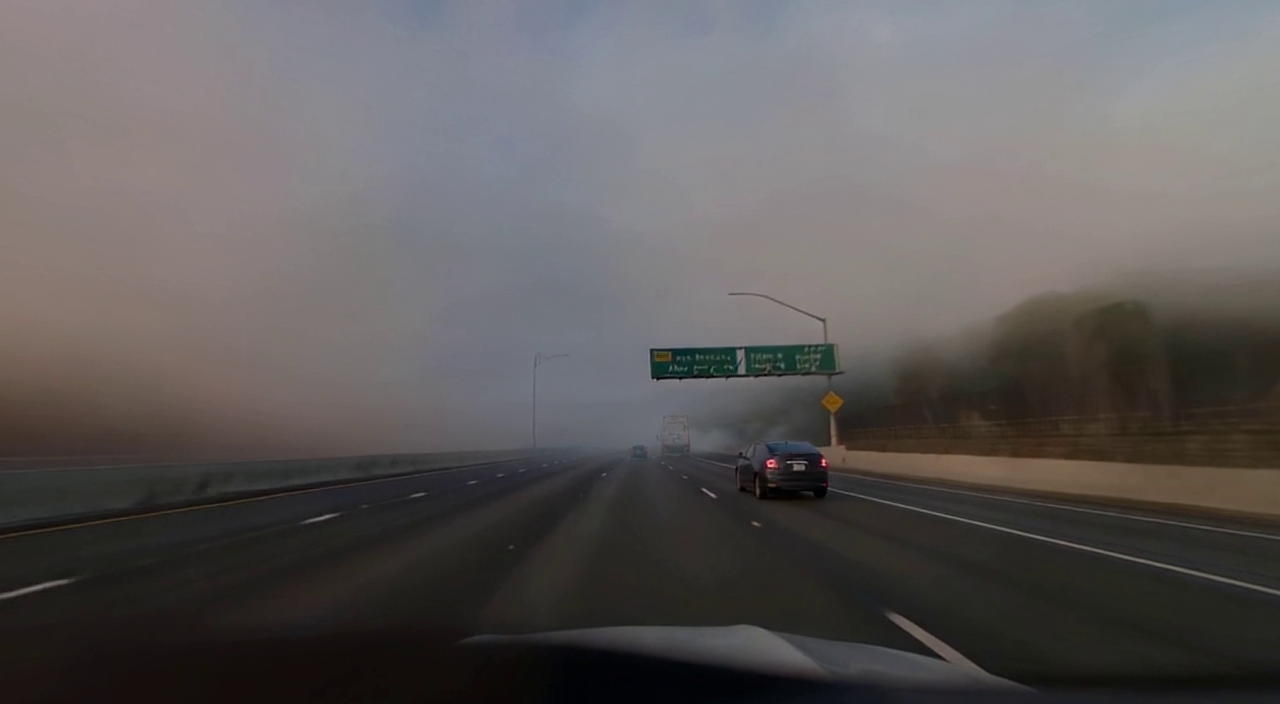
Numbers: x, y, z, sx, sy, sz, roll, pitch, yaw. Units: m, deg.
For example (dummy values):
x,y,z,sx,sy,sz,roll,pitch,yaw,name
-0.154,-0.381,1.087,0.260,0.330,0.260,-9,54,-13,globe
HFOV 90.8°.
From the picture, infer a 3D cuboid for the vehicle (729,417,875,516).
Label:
x,y,z,sx,sy,sz,roll,pitch,yaw,name
3.533,2.614,14.885,2.035,1.931,4.841,0,-9,-1,vehicle
